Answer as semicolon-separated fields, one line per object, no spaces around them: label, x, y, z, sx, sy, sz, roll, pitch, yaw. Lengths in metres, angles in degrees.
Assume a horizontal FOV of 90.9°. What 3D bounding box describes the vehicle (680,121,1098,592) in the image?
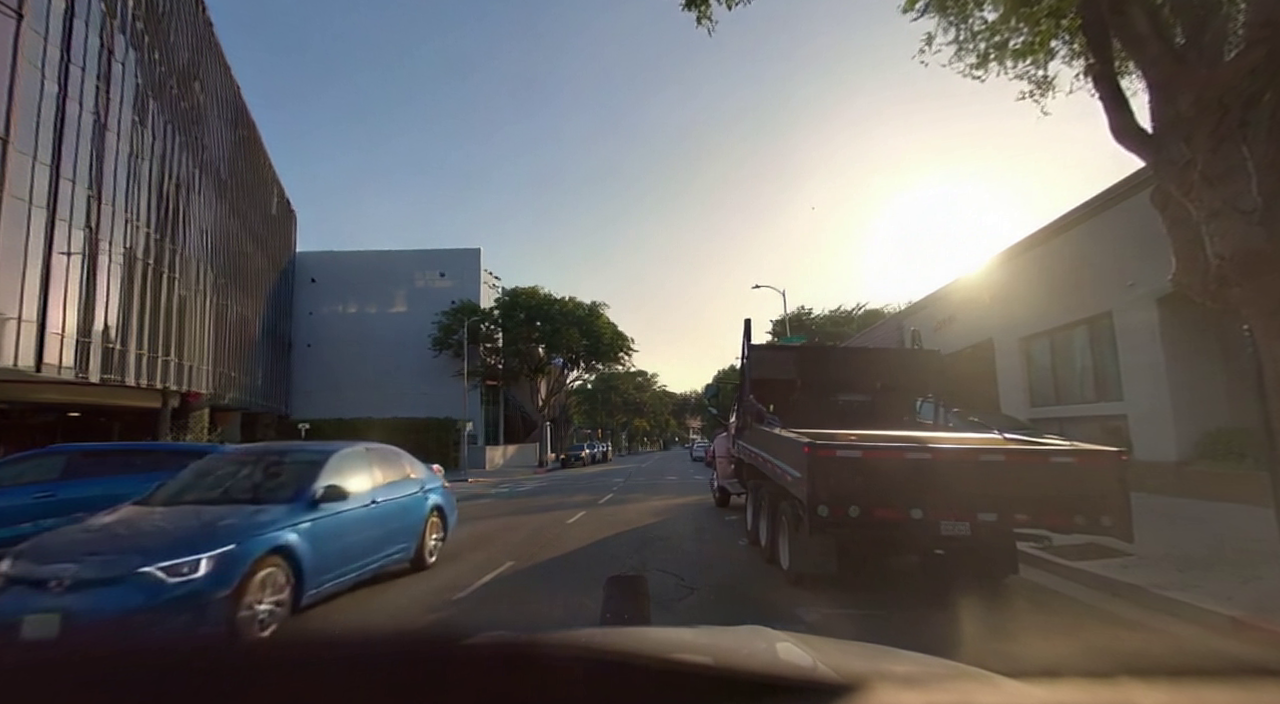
vehicle;2.581;0.778;11.193;3.320;4.034;11.553;-1;-8;5

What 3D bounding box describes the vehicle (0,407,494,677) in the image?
vehicle;-3.273;1.498;6.239;2.311;1.631;4.510;0;-8;4

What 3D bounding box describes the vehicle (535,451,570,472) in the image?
vehicle;-6.778;8.511;49.188;1.798;1.459;4.306;-1;-8;5
